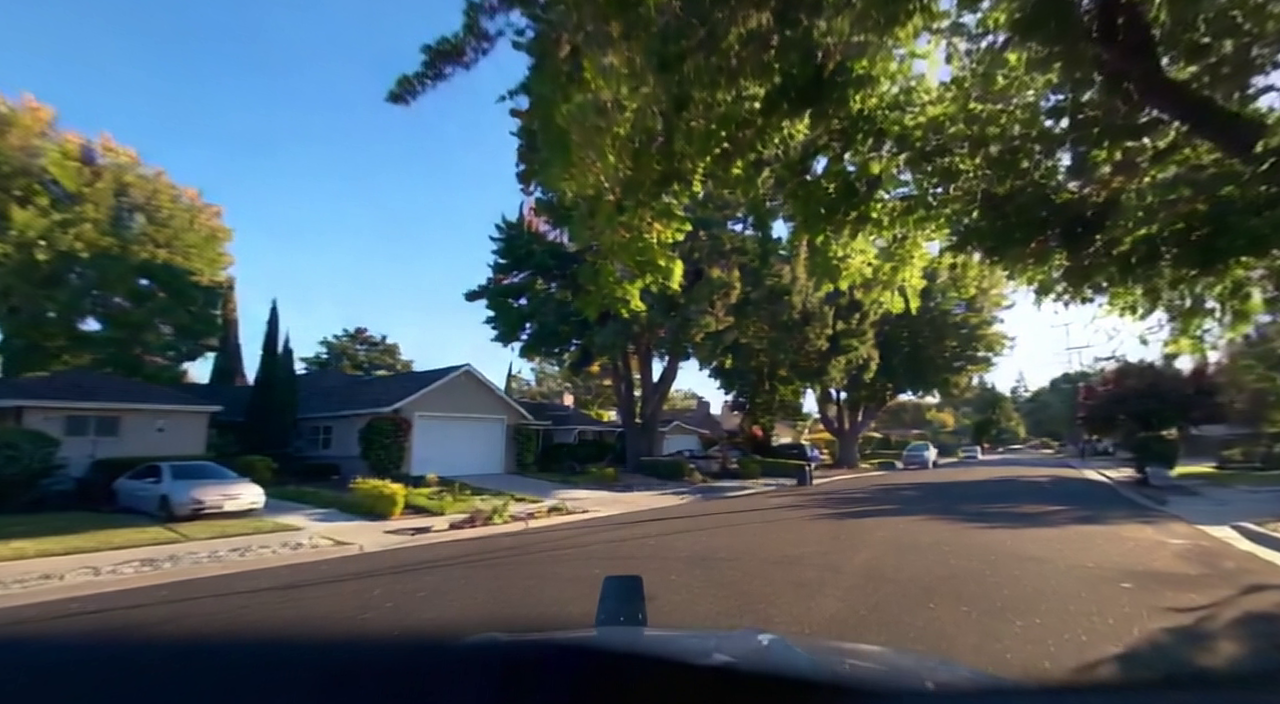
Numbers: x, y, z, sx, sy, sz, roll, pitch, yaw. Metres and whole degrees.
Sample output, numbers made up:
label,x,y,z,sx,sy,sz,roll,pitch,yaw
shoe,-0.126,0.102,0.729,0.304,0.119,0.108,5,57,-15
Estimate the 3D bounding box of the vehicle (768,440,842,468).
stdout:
label,x,y,z,sx,sy,sz,roll,pitch,yaw
vehicle,12.511,7.700,47.984,5.033,1.997,2.126,-5,-10,30
